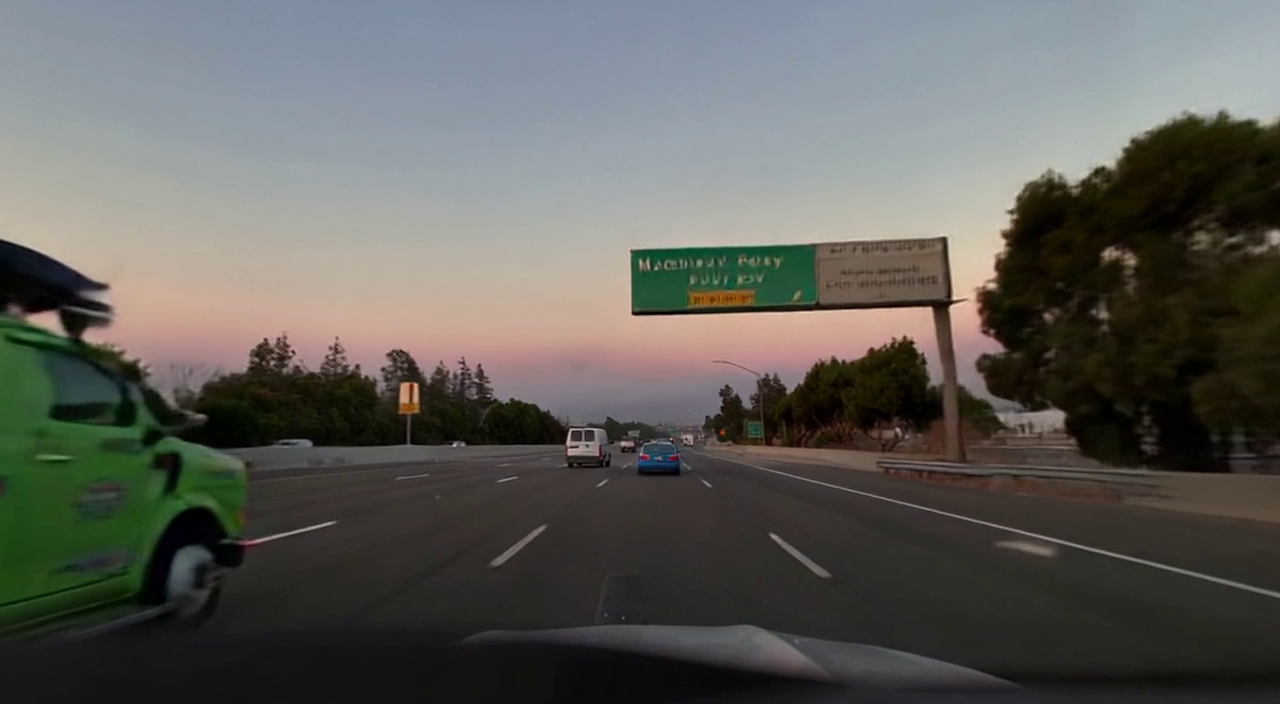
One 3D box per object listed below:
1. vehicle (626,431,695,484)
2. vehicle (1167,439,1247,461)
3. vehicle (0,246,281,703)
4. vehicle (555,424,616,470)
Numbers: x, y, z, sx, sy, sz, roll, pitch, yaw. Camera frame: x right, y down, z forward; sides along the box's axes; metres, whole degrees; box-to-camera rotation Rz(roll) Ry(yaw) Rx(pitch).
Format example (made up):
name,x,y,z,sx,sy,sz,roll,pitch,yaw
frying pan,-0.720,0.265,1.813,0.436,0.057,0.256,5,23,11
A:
name,x,y,z,sx,sy,sz,roll,pitch,yaw
vehicle,0.673,3.676,22.146,2.165,1.653,4.456,0,-8,1
vehicle,38.910,6.699,43.180,1.757,1.441,3.590,2,-9,-13
vehicle,-3.900,0.476,1.901,2.292,2.070,5.532,0,-8,0
vehicle,-2.654,4.867,32.288,2.526,2.146,5.594,0,-8,1
